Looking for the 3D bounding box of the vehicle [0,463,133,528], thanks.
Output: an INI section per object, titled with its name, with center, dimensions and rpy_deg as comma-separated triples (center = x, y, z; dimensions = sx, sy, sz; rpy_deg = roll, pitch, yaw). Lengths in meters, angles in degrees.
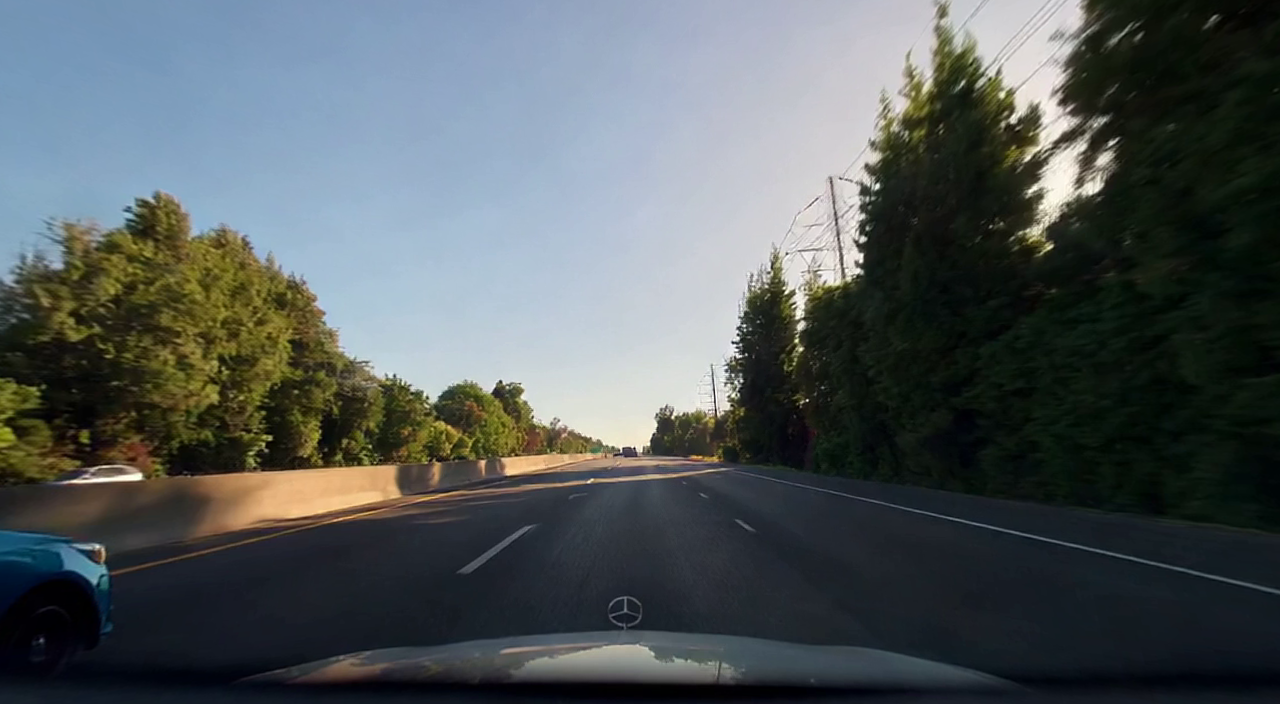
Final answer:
[vehicle]
center = -16.132, 3.739, 16.815
dimensions = 1.843, 1.443, 4.036
rpy_deg = 0, -9, -1
